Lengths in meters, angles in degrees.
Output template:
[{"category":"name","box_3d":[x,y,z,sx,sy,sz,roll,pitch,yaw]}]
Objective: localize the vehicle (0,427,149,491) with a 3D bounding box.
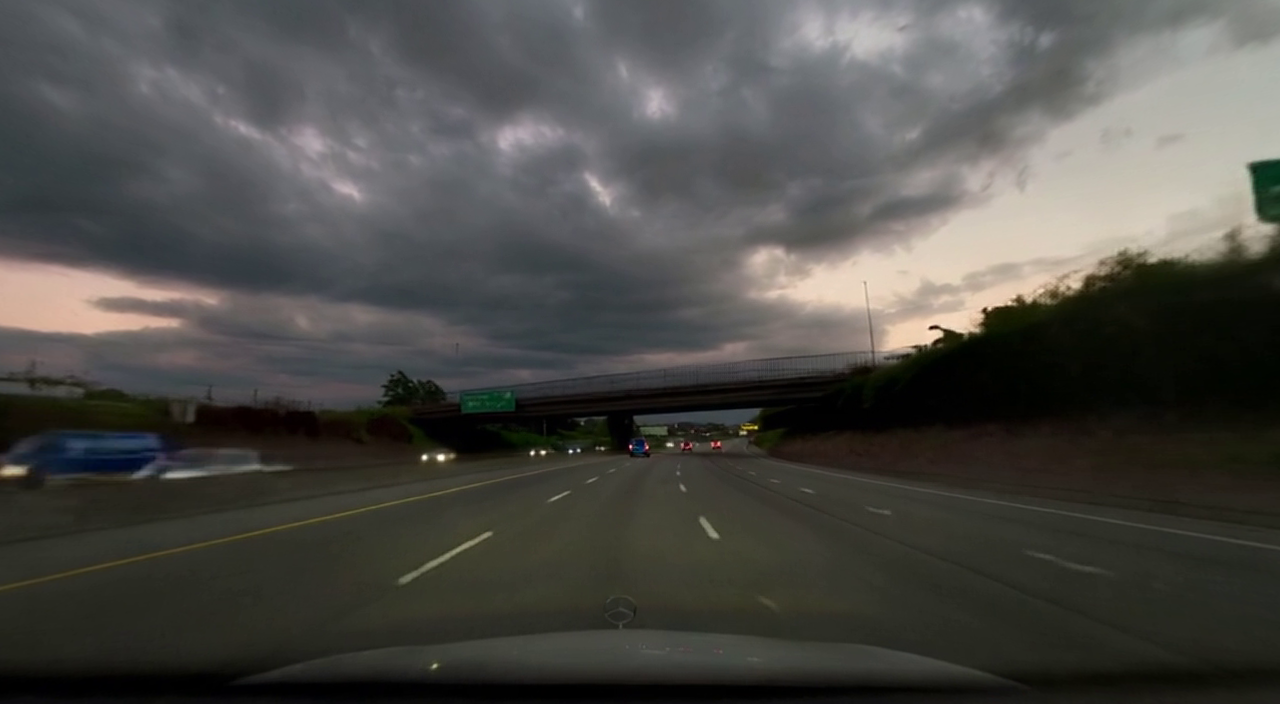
[{"category":"vehicle","box_3d":[-25.511,4.711,28.080,2.510,2.525,5.441,-1,-9,7]}]

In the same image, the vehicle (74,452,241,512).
[{"category":"vehicle","box_3d":[-13.016,3.486,17.350,1.692,1.409,3.525,0,-9,2]}]
